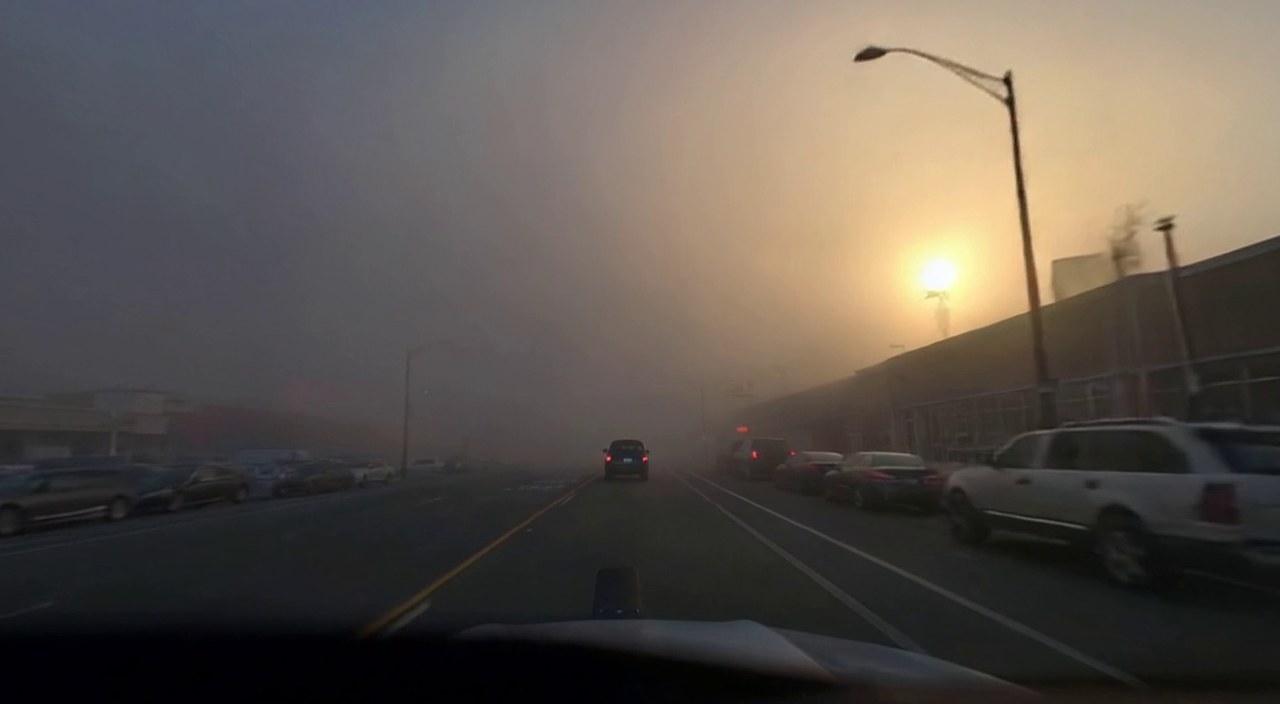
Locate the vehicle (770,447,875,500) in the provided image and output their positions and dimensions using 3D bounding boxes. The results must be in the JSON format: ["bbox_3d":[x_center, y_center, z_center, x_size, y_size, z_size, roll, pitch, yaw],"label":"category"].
[{"bbox_3d":[5.562,3.728,19.878,1.805,1.429,4.911,0,-8,-1],"label":"vehicle"}]

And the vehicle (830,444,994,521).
[{"bbox_3d":[5.914,2.850,14.387,1.727,1.456,4.569,0,-8,0],"label":"vehicle"}]

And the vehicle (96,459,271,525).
[{"bbox_3d":[-13.067,3.988,18.453,1.804,1.441,4.534,-4,-8,0],"label":"vehicle"}]

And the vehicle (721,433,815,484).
[{"bbox_3d":[5.425,4.638,27.789,2.568,1.974,6.203,0,-8,-3],"label":"vehicle"}]

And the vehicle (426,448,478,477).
[{"bbox_3d":[-13.480,7.918,45.397,2.296,1.847,4.856,-3,-8,0],"label":"vehicle"}]

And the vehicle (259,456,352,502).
[{"bbox_3d":[-13.267,5.019,25.232,1.774,1.522,3.699,-2,-8,-1],"label":"vehicle"}]

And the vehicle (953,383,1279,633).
[{"bbox_3d":[5.864,1.527,7.158,2.129,1.895,4.671,0,-8,-1],"label":"vehicle"}]

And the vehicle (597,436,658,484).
[{"bbox_3d":[-0.453,4.274,25.173,2.239,1.763,4.096,0,-8,0],"label":"vehicle"}]

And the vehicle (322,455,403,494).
[{"bbox_3d":[-13.322,5.882,30.552,1.914,1.489,4.523,-4,-8,0],"label":"vehicle"}]

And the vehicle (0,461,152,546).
[{"bbox_3d":[-13.200,3.277,13.645,1.840,1.521,4.450,-6,-8,-1],"label":"vehicle"}]
